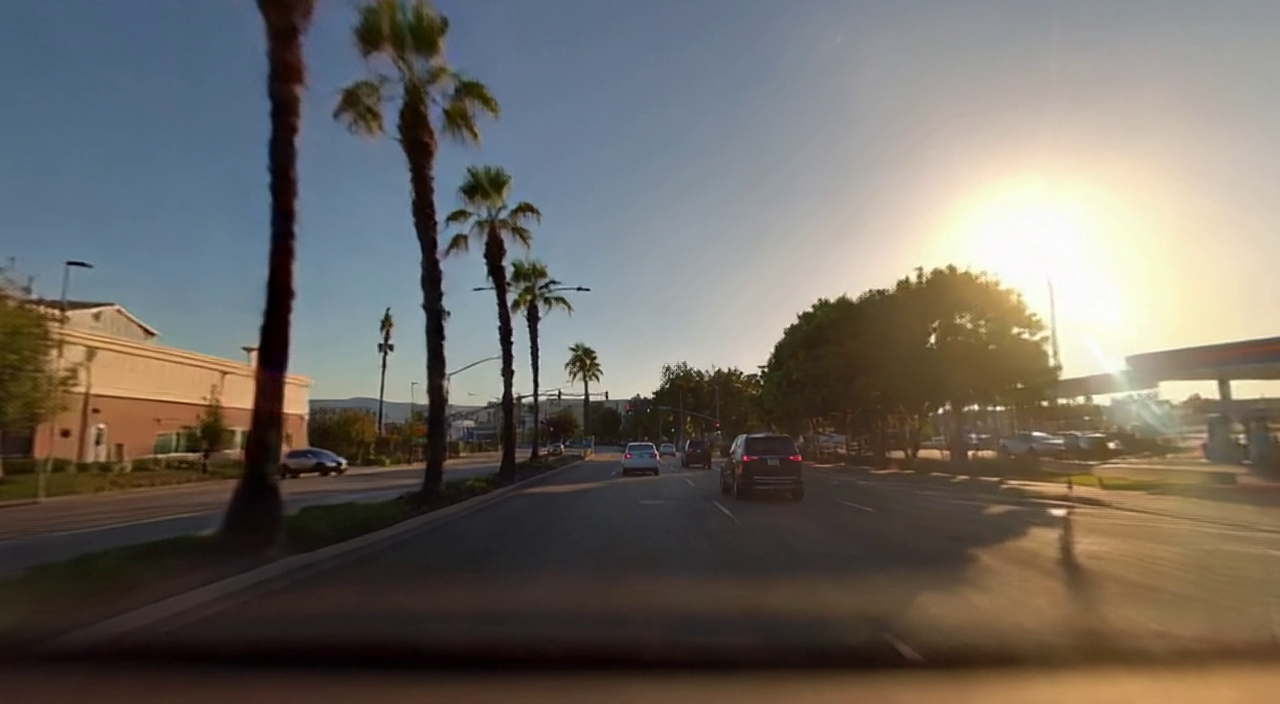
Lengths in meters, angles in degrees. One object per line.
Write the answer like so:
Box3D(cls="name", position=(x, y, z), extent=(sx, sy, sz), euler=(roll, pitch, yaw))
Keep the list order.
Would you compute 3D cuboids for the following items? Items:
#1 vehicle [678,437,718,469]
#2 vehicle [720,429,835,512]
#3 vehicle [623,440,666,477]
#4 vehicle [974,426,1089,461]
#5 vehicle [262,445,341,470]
Box3D(cls="vehicle", position=(3.775, 6.613, 41.668), extent=(2.154, 1.975, 4.634), euler=(0, -8, -1))
Box3D(cls="vehicle", position=(3.213, 2.830, 15.583), extent=(1.872, 1.752, 3.896), euler=(0, -8, -1))
Box3D(cls="vehicle", position=(0.229, 5.214, 31.112), extent=(1.991, 1.664, 3.814), euler=(0, -8, 0))
Box3D(cls="vehicle", position=(21.558, 5.070, 34.859), extent=(4.831, 1.816, 2.295), euler=(0, -8, -2))
Box3D(cls="vehicle", position=(-25.763, 7.995, 48.115), extent=(2.124, 1.784, 4.803), euler=(-7, -10, 37))
